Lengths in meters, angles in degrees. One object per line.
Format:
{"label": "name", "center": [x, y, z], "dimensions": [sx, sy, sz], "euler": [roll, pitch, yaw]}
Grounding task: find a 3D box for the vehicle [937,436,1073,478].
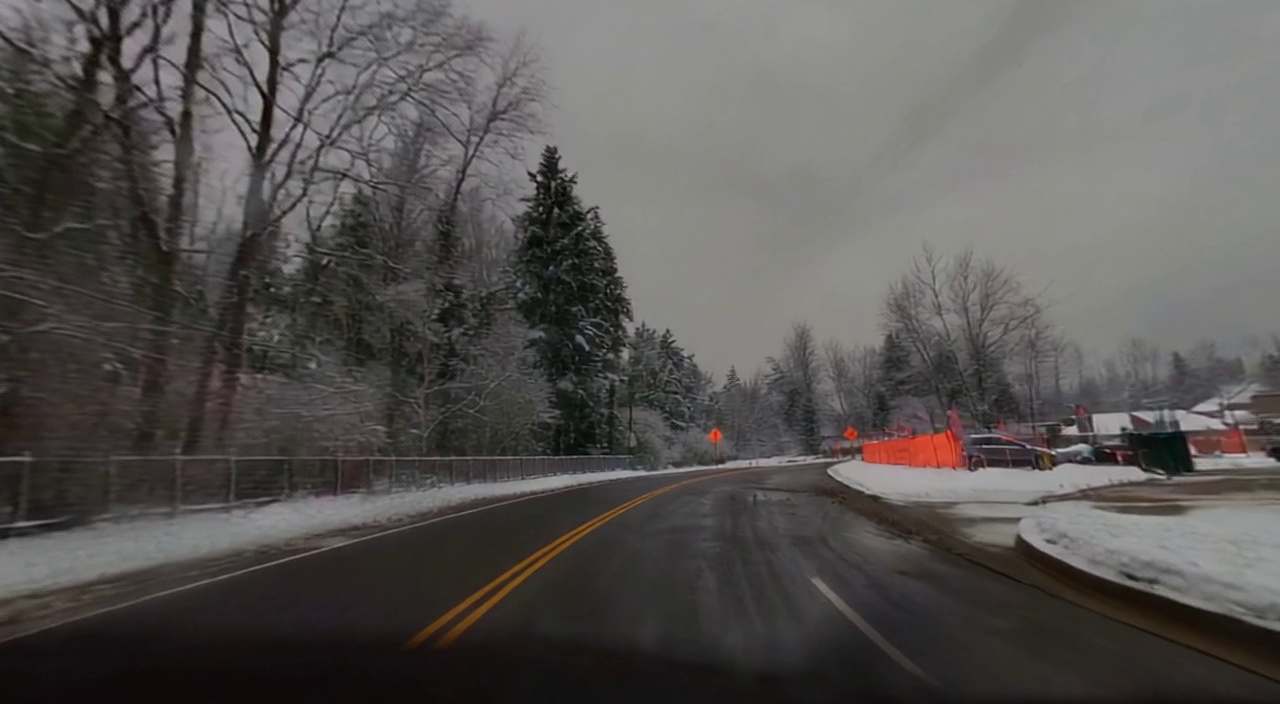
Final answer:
{"label": "vehicle", "center": [14.460, 4.225, 25.289], "dimensions": [4.221, 1.440, 1.915], "euler": [-5, -10, 14]}
